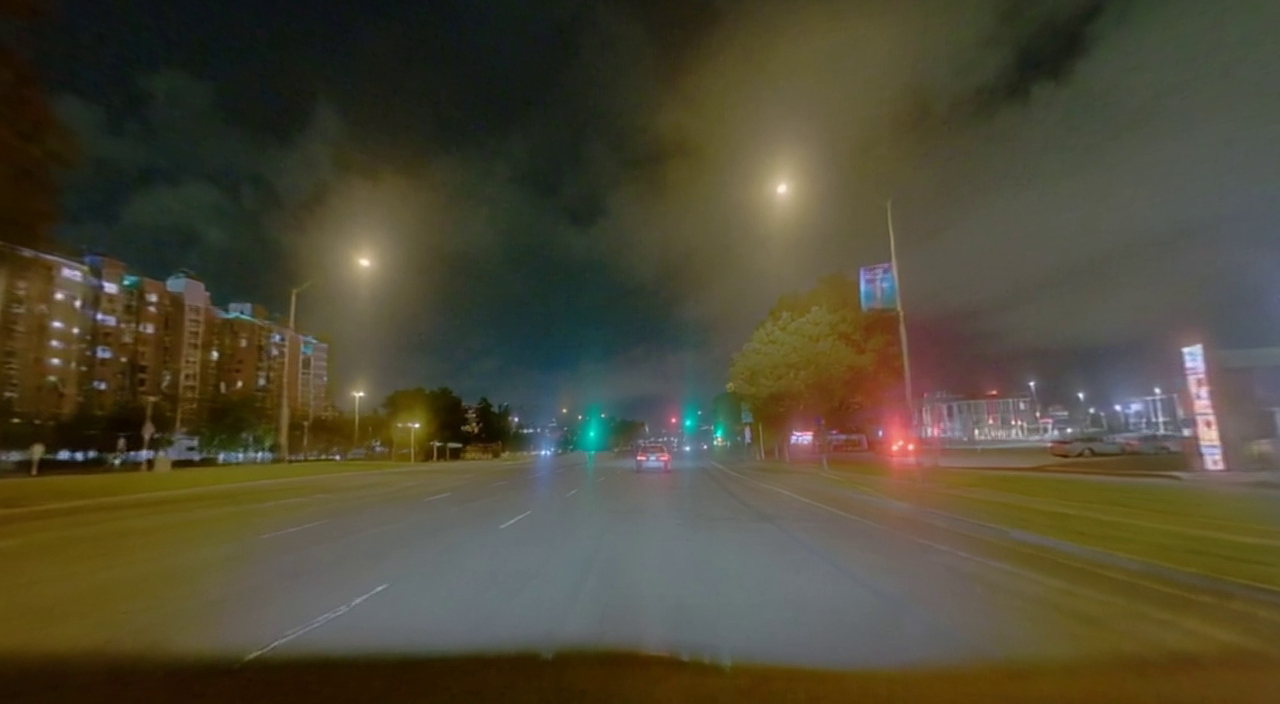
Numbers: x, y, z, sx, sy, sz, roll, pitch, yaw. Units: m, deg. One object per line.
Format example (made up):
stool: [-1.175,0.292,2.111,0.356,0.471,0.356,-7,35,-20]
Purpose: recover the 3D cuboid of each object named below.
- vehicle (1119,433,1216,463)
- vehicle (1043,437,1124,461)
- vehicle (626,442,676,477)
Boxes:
vehicle: [33.978,6.191,40.931,1.984,1.750,4.798,0,-8,-2]
vehicle: [28.862,6.339,41.337,1.839,1.470,4.548,0,-9,-3]
vehicle: [0.552,4.929,29.152,2.133,1.481,4.276,-1,-9,2]
